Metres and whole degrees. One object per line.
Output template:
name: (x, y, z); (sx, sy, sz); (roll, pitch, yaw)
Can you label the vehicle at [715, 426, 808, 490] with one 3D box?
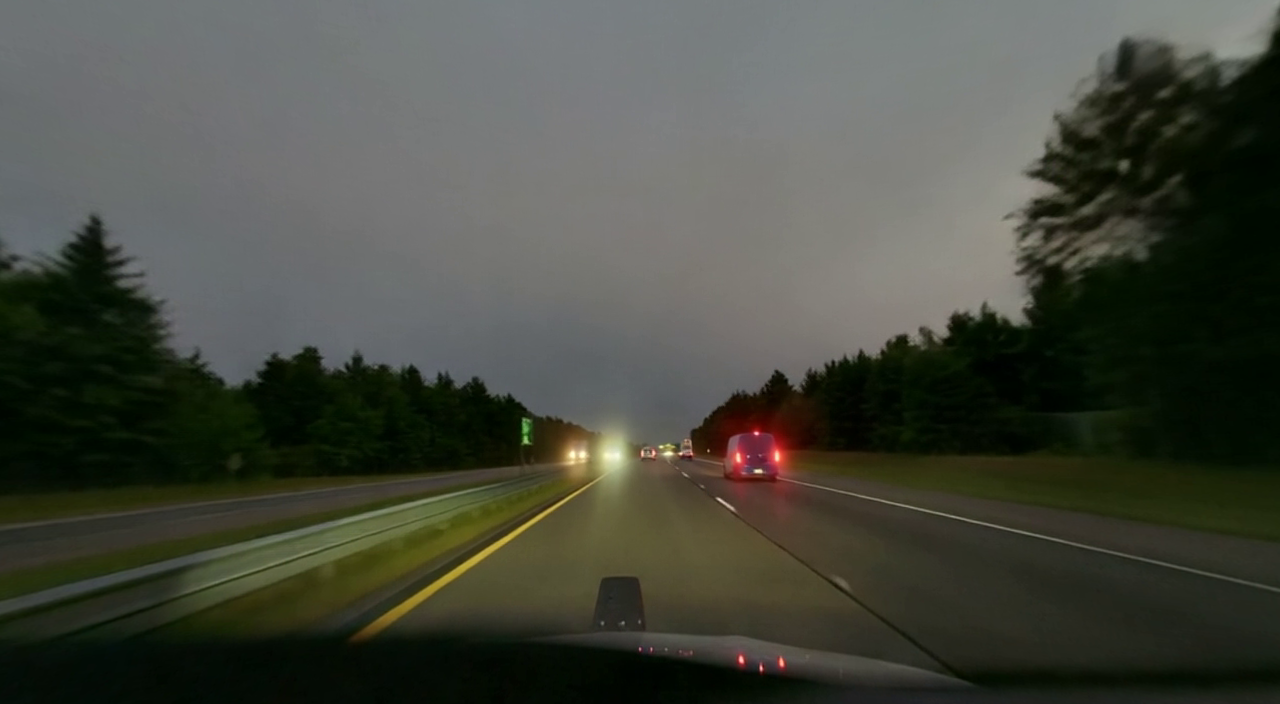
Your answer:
vehicle: (4.285, 3.862, 23.138); (2.371, 2.045, 4.768); (0, -9, -1)
